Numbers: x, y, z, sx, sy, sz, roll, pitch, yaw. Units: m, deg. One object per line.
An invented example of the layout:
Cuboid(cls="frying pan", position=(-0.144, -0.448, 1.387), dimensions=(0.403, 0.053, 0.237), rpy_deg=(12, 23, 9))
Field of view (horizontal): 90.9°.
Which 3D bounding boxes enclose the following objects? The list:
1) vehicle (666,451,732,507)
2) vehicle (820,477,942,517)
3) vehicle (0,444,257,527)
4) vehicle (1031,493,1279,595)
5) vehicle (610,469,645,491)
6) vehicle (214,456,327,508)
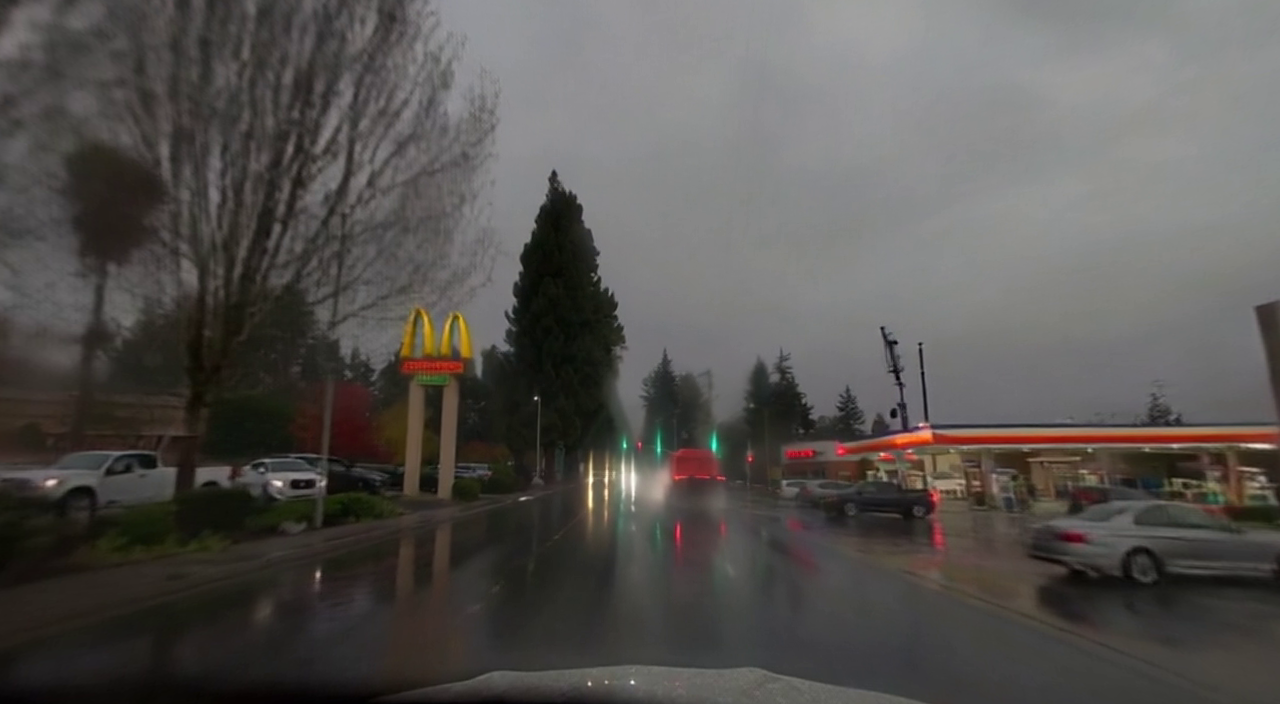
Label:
Cuboid(cls="vehicle", position=(2.347, 5.334, 26.616), dimensions=(2.153, 2.074, 5.188), rpy_deg=(1, -11, -2))
Cuboid(cls="vehicle", position=(9.585, 5.810, 25.324), dimensions=(4.123, 1.446, 1.807), rpy_deg=(1, -11, -2))
Cuboid(cls="vehicle", position=(-12.024, 3.112, 14.920), dimensions=(4.575, 1.641, 2.006), rpy_deg=(10, -14, -41))
Cuboid(cls="vehicle", position=(9.542, 3.271, 10.969), dimensions=(4.169, 1.474, 1.850), rpy_deg=(1, -11, 0))
Cuboid(cls="vehicle", position=(-0.845, 9.014, 44.627), dimensions=(1.993, 1.454, 3.810), rpy_deg=(-1, -11, 6))
Cuboid(cls="vehicle", position=(-12.603, 4.415, 21.546), dimensions=(2.871, 1.604, 1.710), rpy_deg=(10, -14, -42))
